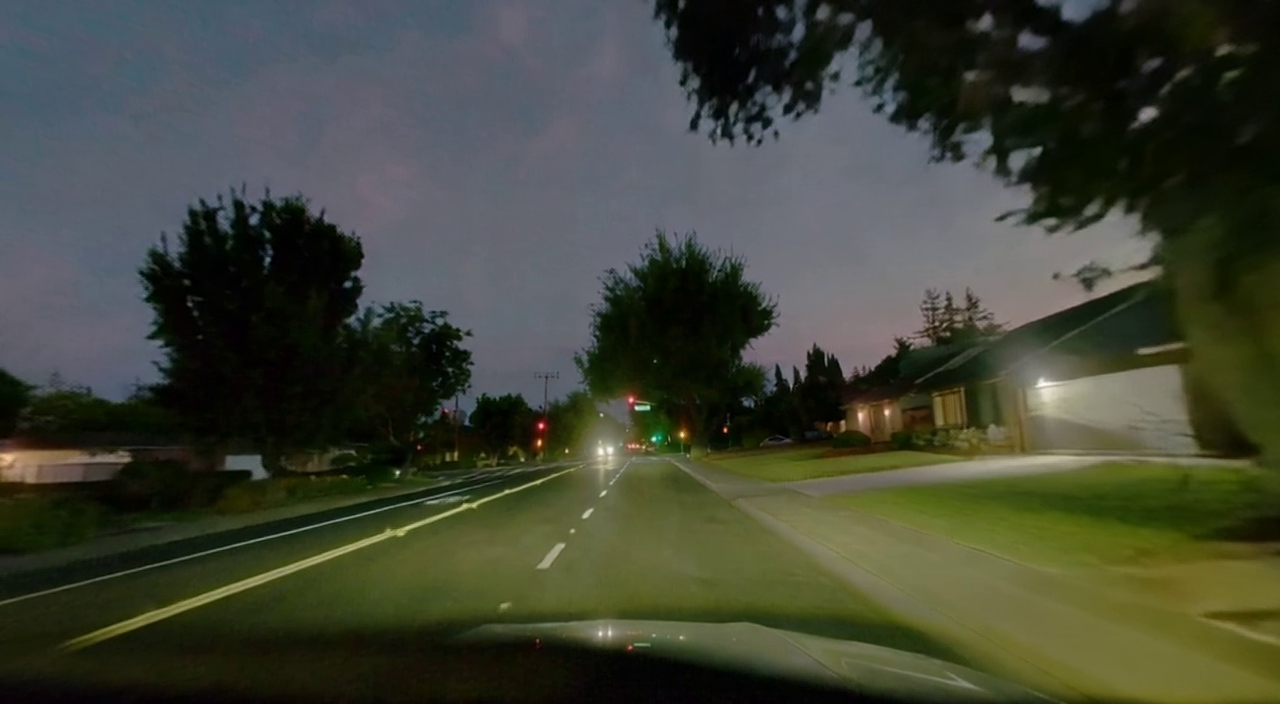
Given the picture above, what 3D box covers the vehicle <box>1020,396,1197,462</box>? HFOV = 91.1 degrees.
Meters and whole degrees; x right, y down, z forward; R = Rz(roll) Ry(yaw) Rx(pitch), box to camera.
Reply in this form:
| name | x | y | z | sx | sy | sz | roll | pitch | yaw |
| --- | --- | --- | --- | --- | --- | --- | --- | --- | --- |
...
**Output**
| name | x | y | z | sx | sy | sz | roll | pitch | yaw |
| --- | --- | --- | --- | --- | --- | --- | --- | --- | --- |
| vehicle | 14.305 | 2.379 | 19.334 | 3.917 | 1.454 | 1.725 | -7 | -8 | 0 |
